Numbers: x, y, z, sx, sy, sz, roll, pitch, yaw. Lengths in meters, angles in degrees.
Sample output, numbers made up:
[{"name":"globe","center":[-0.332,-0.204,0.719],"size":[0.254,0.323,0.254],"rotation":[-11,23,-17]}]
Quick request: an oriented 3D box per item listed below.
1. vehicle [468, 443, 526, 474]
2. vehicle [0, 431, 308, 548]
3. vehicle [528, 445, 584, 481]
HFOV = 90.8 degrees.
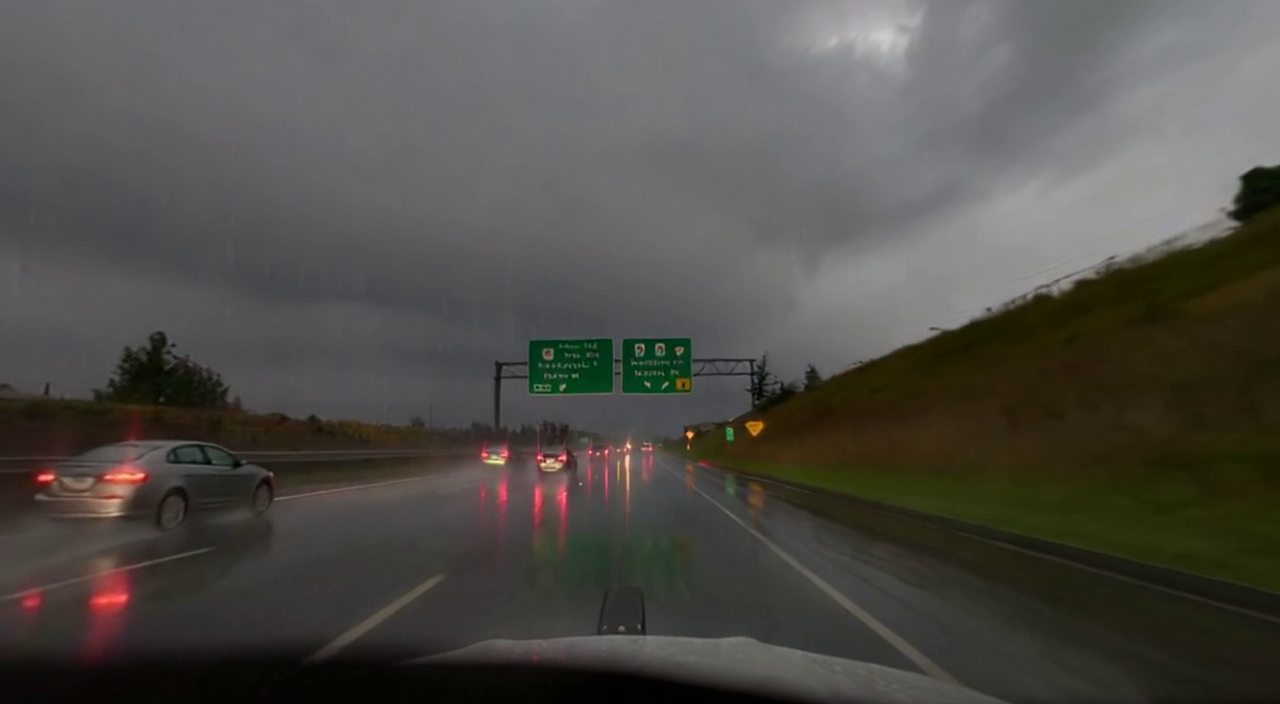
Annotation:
[{"name":"vehicle","center":[-7.496,5.629,33.554],"size":[2.091,1.558,4.220],"rotation":[0,-9,0]},{"name":"vehicle","center":[-7.897,2.159,10.613],"size":[2.009,1.500,4.741],"rotation":[0,-9,0]},{"name":"vehicle","center":[-3.556,4.790,27.488],"size":[1.924,1.436,3.915],"rotation":[0,-9,0]}]
